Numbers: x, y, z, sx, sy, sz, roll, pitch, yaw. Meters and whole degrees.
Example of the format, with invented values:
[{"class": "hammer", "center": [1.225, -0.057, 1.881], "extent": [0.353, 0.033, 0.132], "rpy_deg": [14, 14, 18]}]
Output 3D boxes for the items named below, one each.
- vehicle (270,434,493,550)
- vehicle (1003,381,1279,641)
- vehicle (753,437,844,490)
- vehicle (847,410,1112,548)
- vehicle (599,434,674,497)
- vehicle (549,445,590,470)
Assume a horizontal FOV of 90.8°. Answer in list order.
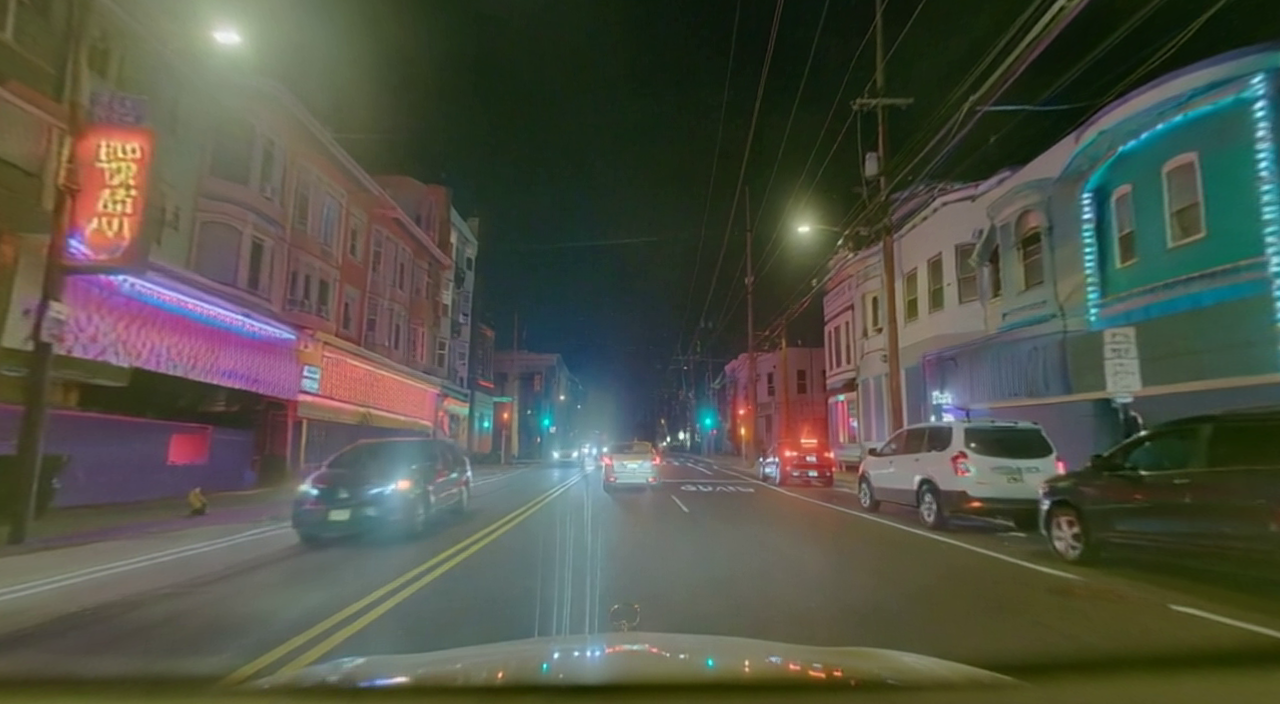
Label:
[{"class": "vehicle", "center": [-3.965, 2.195, 10.648], "extent": [1.968, 1.524, 4.304], "rpy_deg": [0, -9, -1]}, {"class": "vehicle", "center": [6.198, 1.369, 5.703], "extent": [2.203, 2.052, 5.975], "rpy_deg": [0, -9, -1]}, {"class": "vehicle", "center": [6.232, 4.450, 25.678], "extent": [2.197, 1.917, 5.637], "rpy_deg": [0, -9, 0]}, {"class": "vehicle", "center": [6.158, 2.379, 12.573], "extent": [2.208, 2.106, 5.496], "rpy_deg": [0, -9, 0]}, {"class": "vehicle", "center": [-0.098, 3.283, 18.570], "extent": [1.980, 1.635, 3.795], "rpy_deg": [0, -9, 0]}, {"class": "vehicle", "center": [-4.518, 6.805, 41.084], "extent": [2.181, 1.500, 4.319], "rpy_deg": [0, -9, 0]}]
